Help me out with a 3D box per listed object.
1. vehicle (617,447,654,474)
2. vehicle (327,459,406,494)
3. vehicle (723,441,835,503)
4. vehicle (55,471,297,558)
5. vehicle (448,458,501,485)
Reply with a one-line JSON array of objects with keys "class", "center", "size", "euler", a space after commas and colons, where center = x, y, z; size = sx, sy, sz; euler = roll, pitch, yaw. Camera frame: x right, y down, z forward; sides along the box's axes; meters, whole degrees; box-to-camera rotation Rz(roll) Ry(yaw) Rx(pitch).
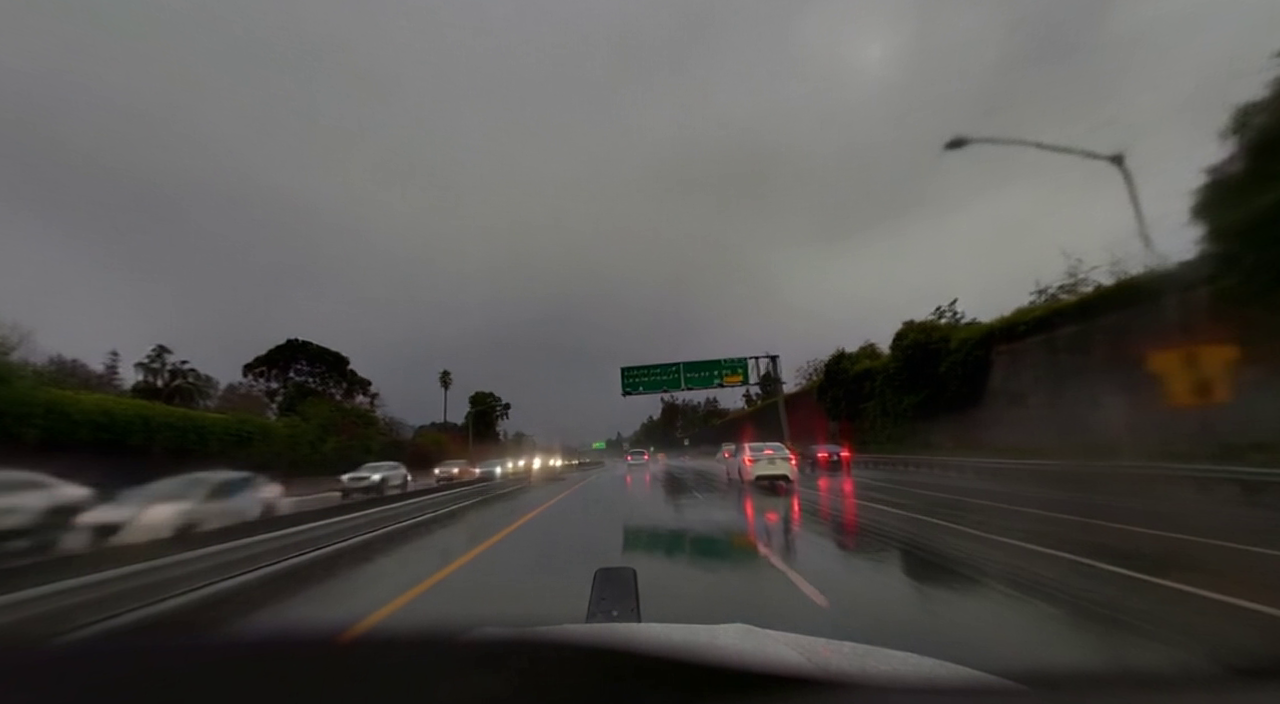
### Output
[{"class": "vehicle", "center": [-0.284, 6.463, 37.896], "size": [2.090, 1.510, 4.280], "euler": [0, -8, 0]}, {"class": "vehicle", "center": [-13.677, 6.230, 31.899], "size": [1.939, 1.504, 4.481], "euler": [0, -8, 0]}, {"class": "vehicle", "center": [3.655, 3.227, 17.477], "size": [1.972, 1.488, 4.335], "euler": [0, -8, -2]}, {"class": "vehicle", "center": [-9.974, 3.481, 14.155], "size": [2.069, 1.447, 4.361], "euler": [0, -8, 0]}, {"class": "vehicle", "center": [-9.921, 7.150, 38.187], "size": [1.940, 1.435, 4.312], "euler": [0, -8, 1]}]
